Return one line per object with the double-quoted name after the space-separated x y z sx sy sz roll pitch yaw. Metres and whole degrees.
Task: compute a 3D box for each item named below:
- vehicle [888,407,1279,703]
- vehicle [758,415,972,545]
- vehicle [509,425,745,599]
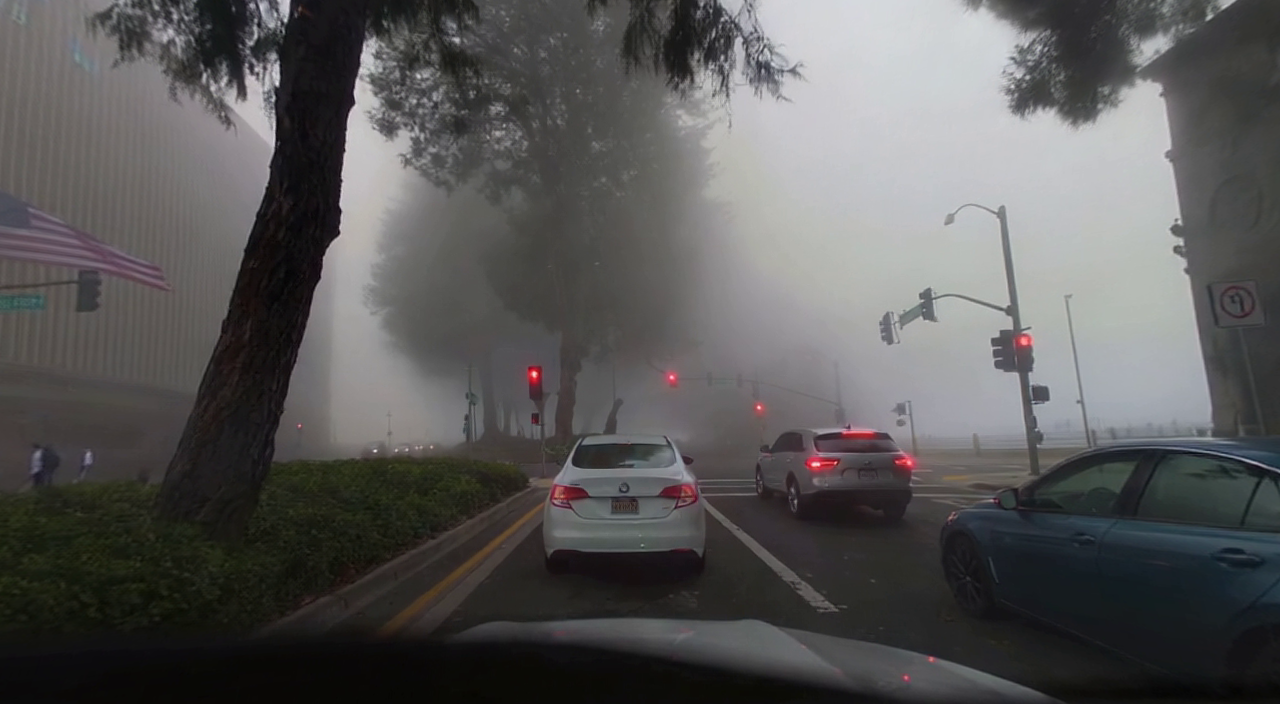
3.373 1.180 3.986 1.833 1.465 4.258 0 -8 -1 "vehicle"
3.492 2.082 10.929 1.978 1.738 4.599 0 -8 0 "vehicle"
-0.116 1.701 7.553 2.096 1.521 3.747 0 -8 0 "vehicle"
